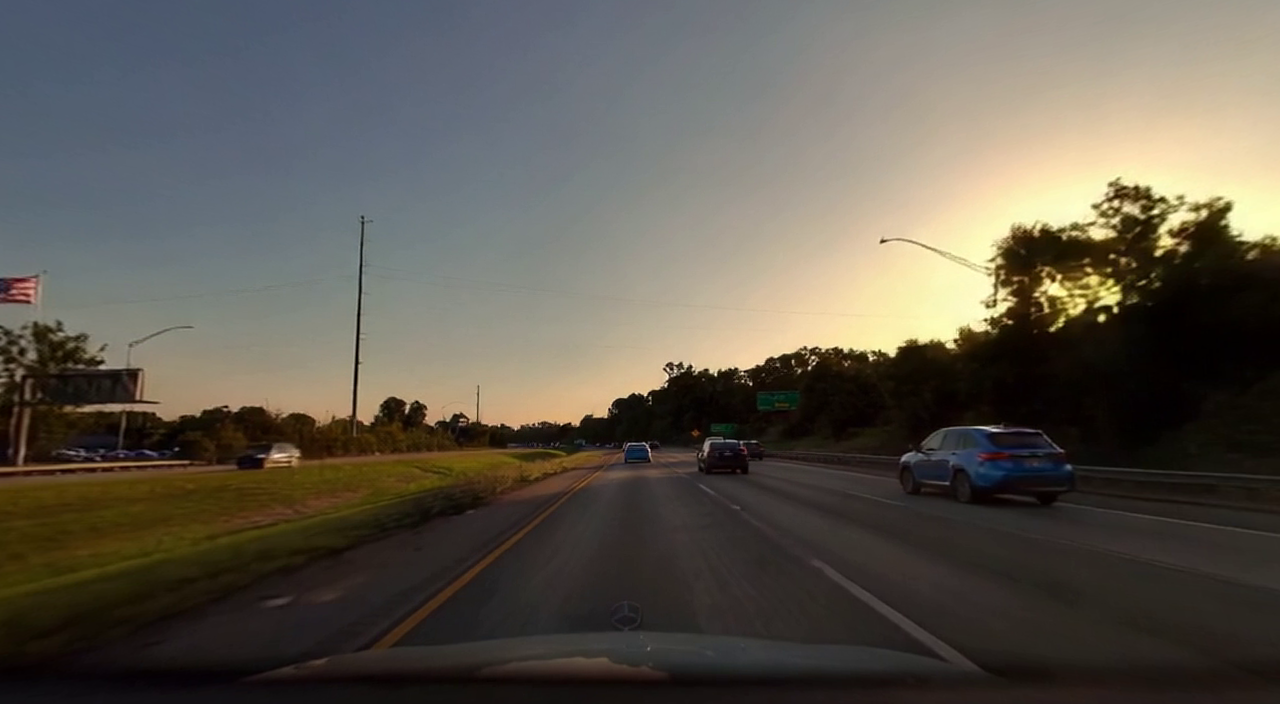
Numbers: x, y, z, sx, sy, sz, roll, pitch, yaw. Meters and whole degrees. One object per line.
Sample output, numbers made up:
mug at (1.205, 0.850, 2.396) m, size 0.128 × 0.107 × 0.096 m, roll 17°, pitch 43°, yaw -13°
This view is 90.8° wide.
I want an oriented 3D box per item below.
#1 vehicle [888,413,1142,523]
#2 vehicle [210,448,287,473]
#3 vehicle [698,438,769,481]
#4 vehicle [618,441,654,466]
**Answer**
vehicle at (7.126, 2.261, 12.843) m, size 2.114 × 1.800 × 4.779 m, roll 0°, pitch -8°, yaw -1°
vehicle at (-24.949, 6.891, 40.517) m, size 1.864 × 1.444 × 4.875 m, roll 0°, pitch -8°, yaw -1°
vehicle at (3.550, 4.172, 24.831) m, size 1.978 × 1.488 × 4.252 m, roll 0°, pitch -8°, yaw -2°
vehicle at (-0.284, 6.270, 39.125) m, size 2.085 × 1.449 × 3.860 m, roll 0°, pitch -8°, yaw -1°
